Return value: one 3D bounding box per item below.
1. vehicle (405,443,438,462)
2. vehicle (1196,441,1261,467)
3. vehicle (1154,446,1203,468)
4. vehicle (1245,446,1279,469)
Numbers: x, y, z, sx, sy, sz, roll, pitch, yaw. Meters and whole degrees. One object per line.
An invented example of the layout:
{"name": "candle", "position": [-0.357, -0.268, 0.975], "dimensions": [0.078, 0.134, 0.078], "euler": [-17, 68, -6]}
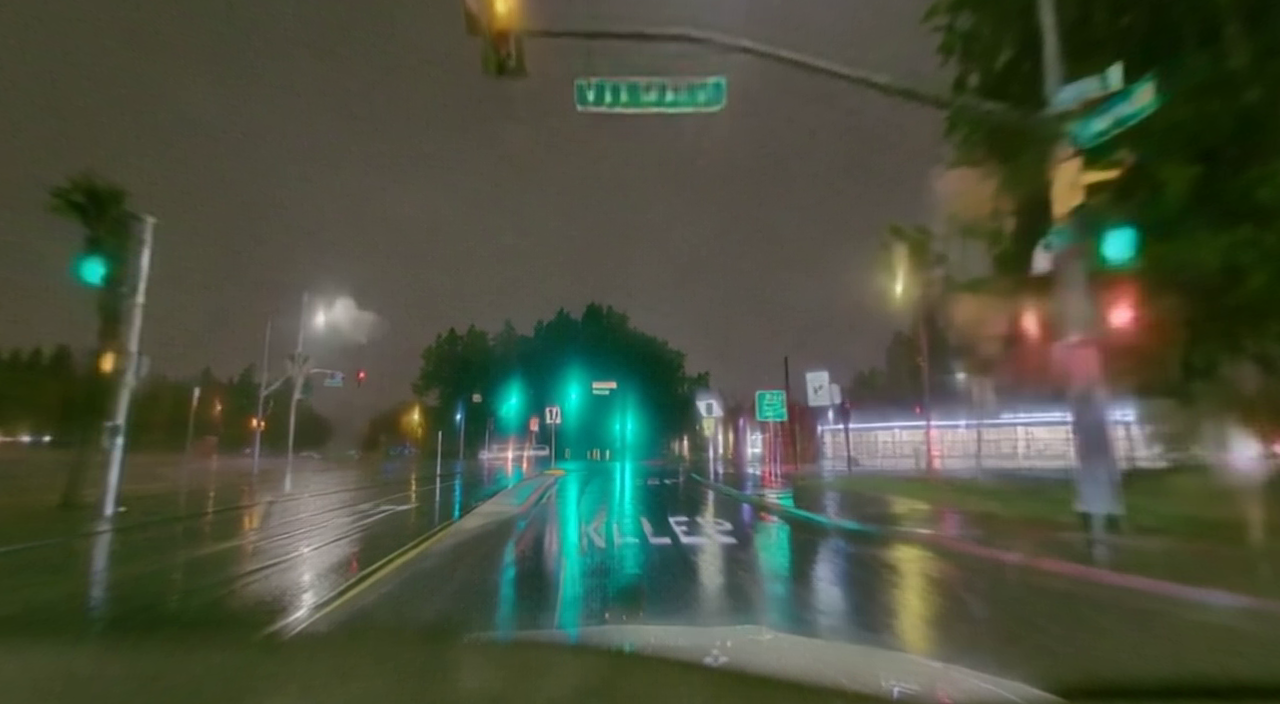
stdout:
{"name": "vehicle", "position": [-17.030, 7.857, 49.065], "dimensions": [1.789, 1.399, 4.236], "euler": [2, -9, -11]}
{"name": "vehicle", "position": [40.536, 7.008, 43.363], "dimensions": [2.098, 1.634, 4.456], "euler": [-6, -10, 29]}
{"name": "vehicle", "position": [38.053, 7.384, 44.437], "dimensions": [1.769, 1.433, 3.688], "euler": [-6, -10, 29]}
{"name": "vehicle", "position": [42.575, 7.069, 42.063], "dimensions": [1.926, 1.441, 3.860], "euler": [-4, -9, 29]}
